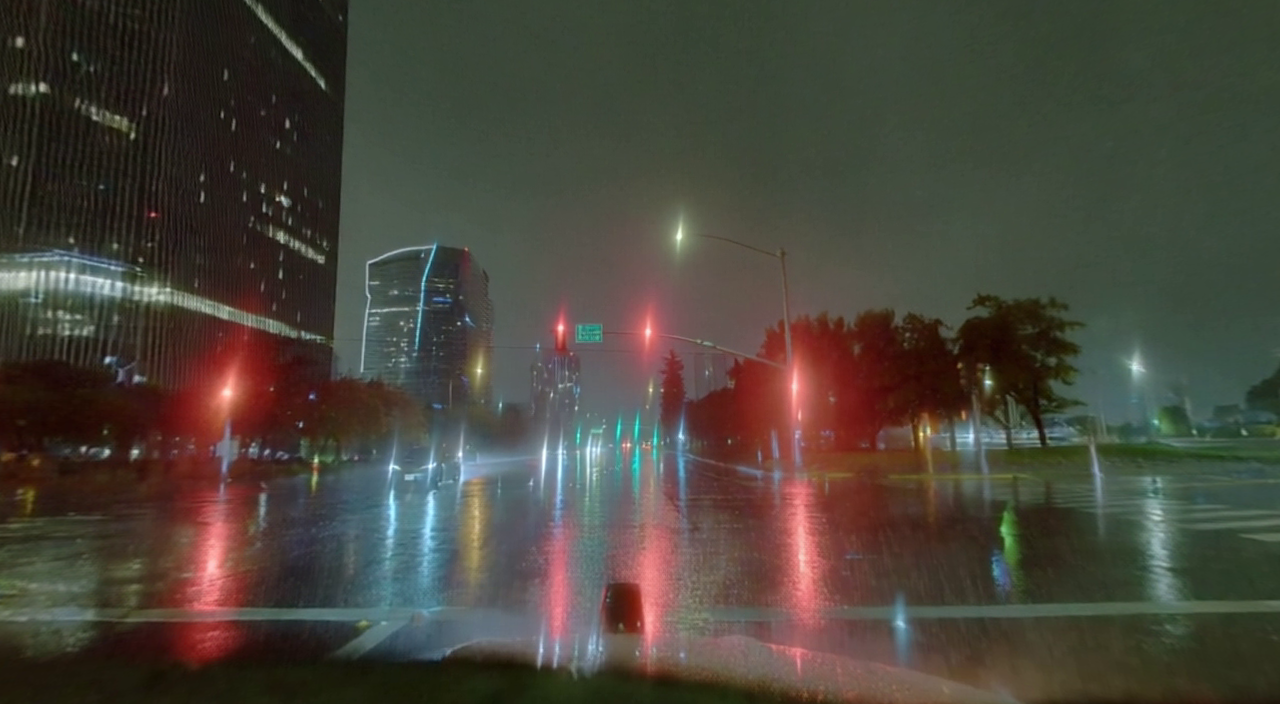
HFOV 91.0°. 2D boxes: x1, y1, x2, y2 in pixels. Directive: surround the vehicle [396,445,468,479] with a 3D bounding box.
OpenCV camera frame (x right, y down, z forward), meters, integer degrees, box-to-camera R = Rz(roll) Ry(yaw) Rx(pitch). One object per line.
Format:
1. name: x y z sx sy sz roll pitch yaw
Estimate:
1. vehicle: -11.586 6.138 35.466 2.069 1.771 4.947 0 -9 3
